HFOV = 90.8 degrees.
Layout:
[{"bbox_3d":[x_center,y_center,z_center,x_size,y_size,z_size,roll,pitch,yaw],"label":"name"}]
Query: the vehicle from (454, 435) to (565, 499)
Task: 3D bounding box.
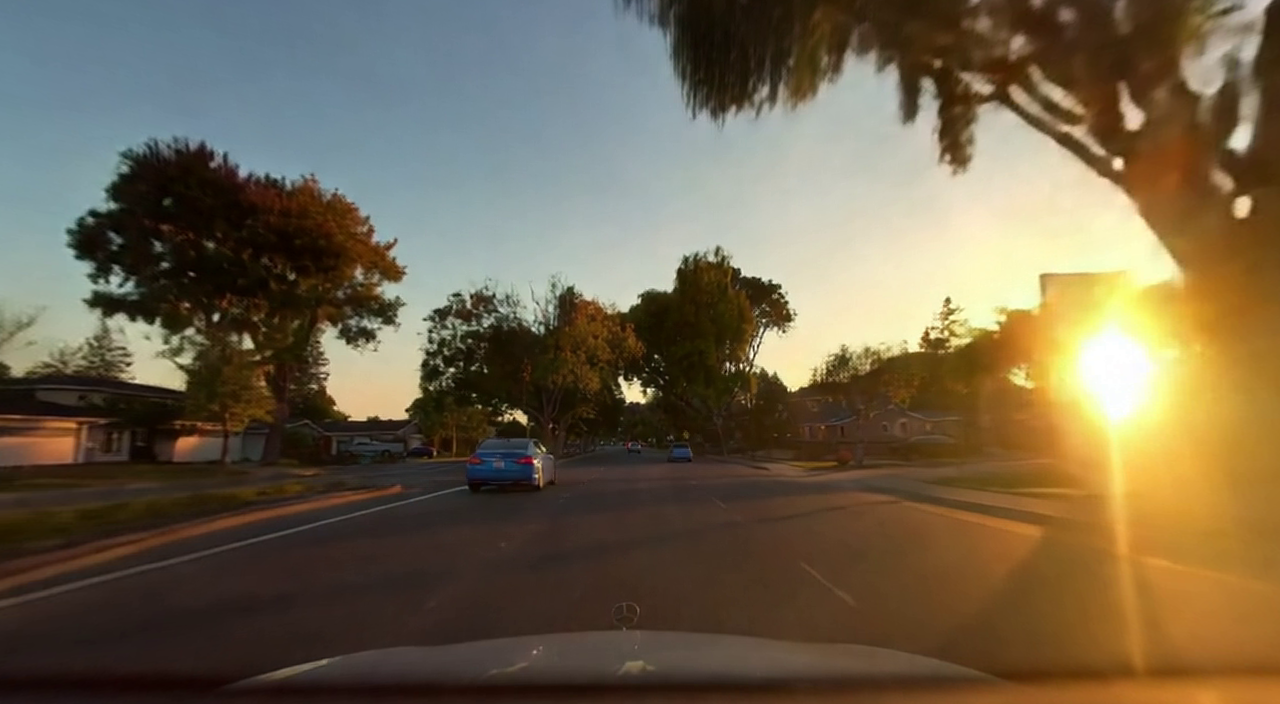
[{"bbox_3d":[-3.293,2.985,16.829,2.005,1.477,4.169,0,-8,1],"label":"vehicle"}]
